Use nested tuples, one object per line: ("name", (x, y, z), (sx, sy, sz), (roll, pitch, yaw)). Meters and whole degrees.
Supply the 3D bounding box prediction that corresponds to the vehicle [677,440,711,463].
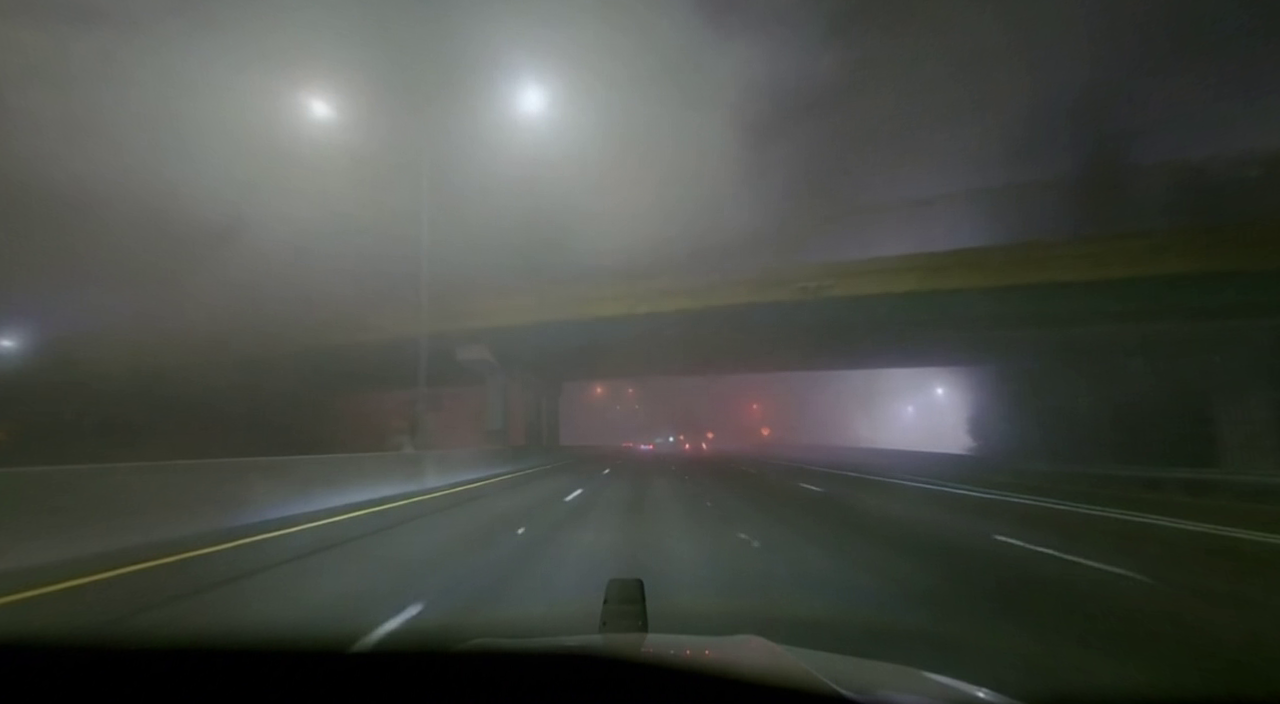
("vehicle", (3.764, 7.087, 44.920), (1.949, 1.515, 4.374), (0, -9, -1))
